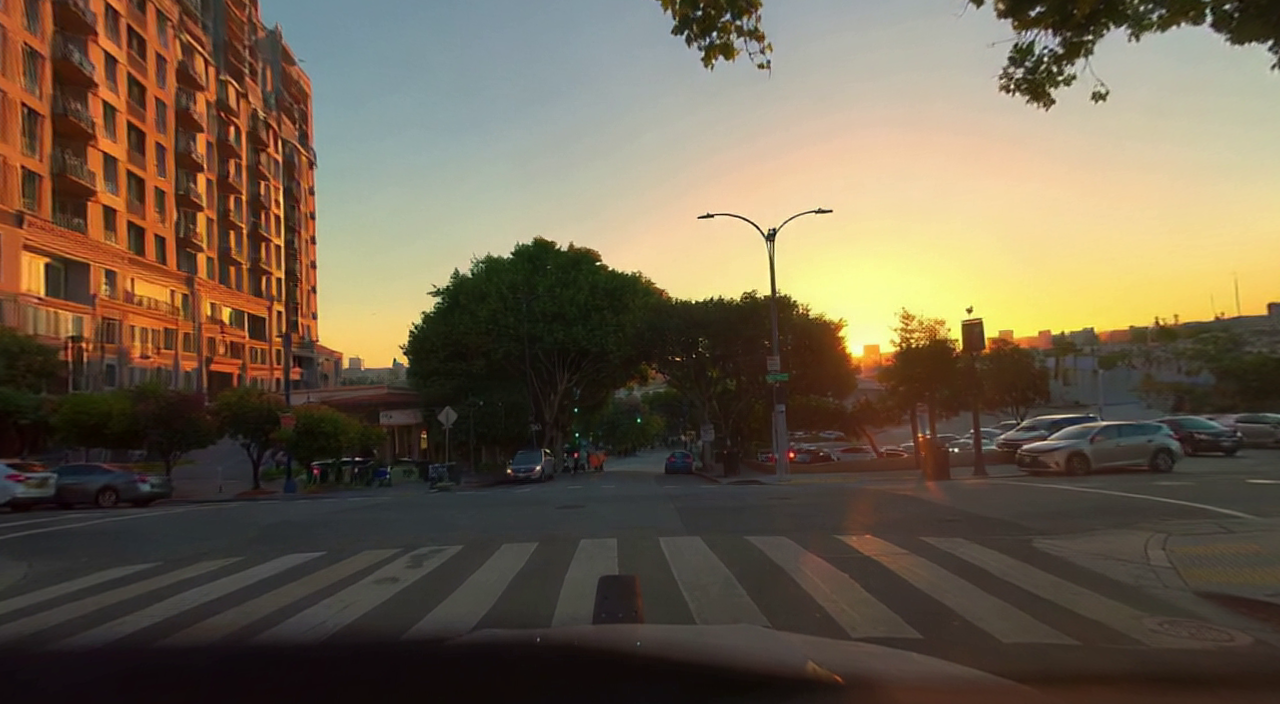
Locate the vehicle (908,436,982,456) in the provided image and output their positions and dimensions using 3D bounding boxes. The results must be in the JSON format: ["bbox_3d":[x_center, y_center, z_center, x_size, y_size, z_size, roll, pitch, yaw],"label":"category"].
[{"bbox_3d":[23.013,7.087,47.772,4.528,1.475,2.070,0,-8,3],"label":"vehicle"}]

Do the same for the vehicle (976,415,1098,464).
[{"bbox_3d":[16.743,3.790,26.997,2.041,1.921,4.574,0,-9,-2],"label":"vehicle"}]

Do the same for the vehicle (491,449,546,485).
[{"bbox_3d":[-7.617,7.249,40.251,2.193,1.814,5.061,-9,-8,0],"label":"vehicle"}]

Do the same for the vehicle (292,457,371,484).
[{"bbox_3d":[-23.156,8.889,47.482,4.844,1.836,2.117,-1,-8,5],"label":"vehicle"}]

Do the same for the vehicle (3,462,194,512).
[{"bbox_3d":[-17.316,4.316,20.372,4.439,1.448,1.793,0,-9,0],"label":"vehicle"}]

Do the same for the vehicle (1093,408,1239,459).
[{"bbox_3d":[22.304,3.532,27.144,2.137,1.962,4.988,-1,-8,3],"label":"vehicle"}]

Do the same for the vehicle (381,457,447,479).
[{"bbox_3d":[-16.931,8.668,47.376,4.203,1.544,1.889,0,-8,2],"label":"vehicle"}]

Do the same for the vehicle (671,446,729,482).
[{"bbox_3d":[3.253,5.874,33.548,1.942,1.603,3.785,1,-7,23],"label":"vehicle"}]

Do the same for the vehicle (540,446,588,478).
[{"bbox_3d":[-4.436,6.550,37.700,2.102,1.768,4.290,-1,-9,3],"label":"vehicle"}]
